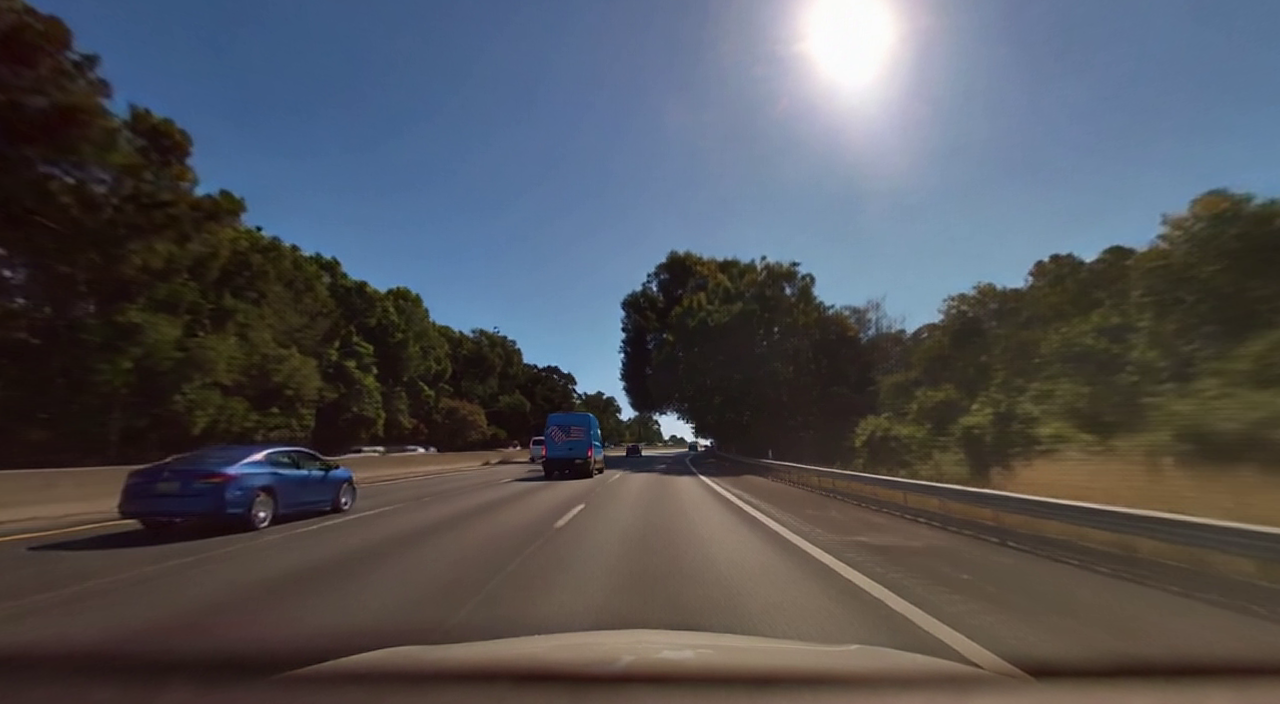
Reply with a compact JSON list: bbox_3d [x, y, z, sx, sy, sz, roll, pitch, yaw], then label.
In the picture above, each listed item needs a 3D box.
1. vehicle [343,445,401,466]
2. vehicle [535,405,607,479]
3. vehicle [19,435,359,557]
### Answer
[{"bbox_3d":[-19.346,7.469,45.762,1.905,1.469,4.566,-1,-8,4],"label":"vehicle"},{"bbox_3d":[-2.843,3.910,27.470,2.319,2.883,5.632,0,-8,2],"label":"vehicle"},{"bbox_3d":[-6.401,2.042,9.810,1.947,1.438,4.440,0,-8,1],"label":"vehicle"}]
